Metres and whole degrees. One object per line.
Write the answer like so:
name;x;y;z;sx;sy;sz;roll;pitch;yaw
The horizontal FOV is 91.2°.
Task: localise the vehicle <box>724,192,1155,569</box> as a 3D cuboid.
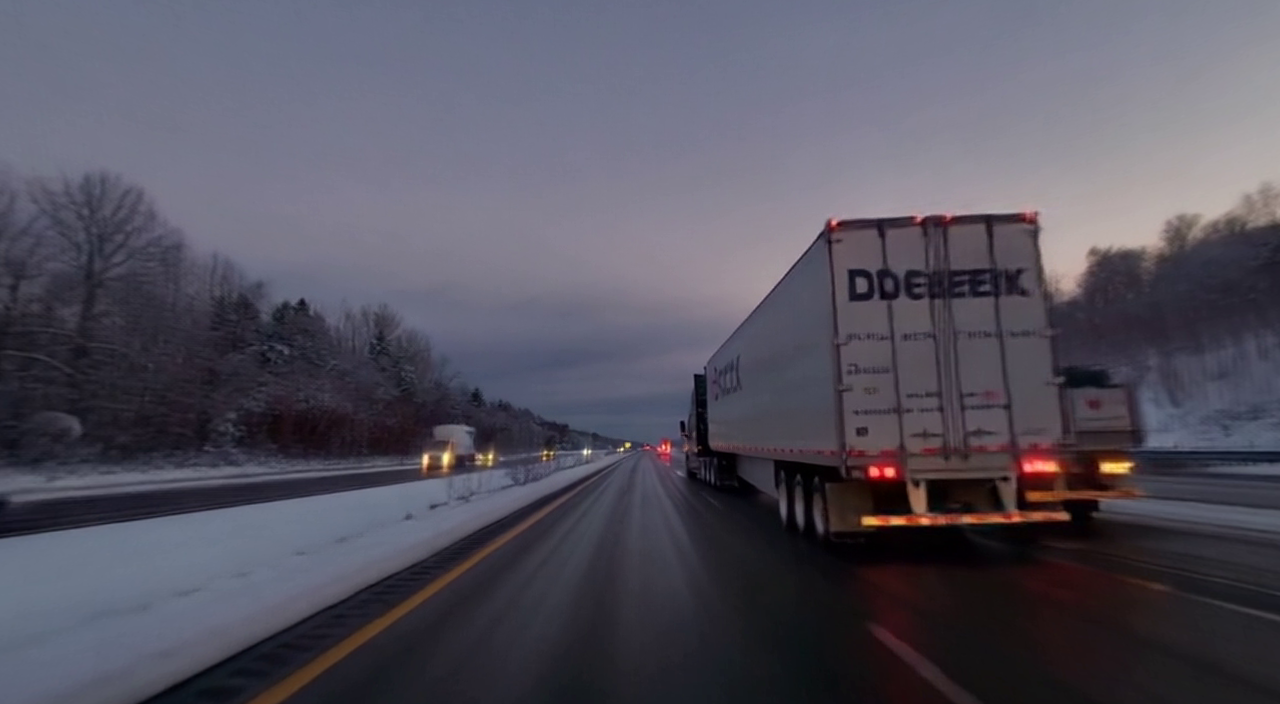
vehicle;3.715;0.941;11.387;3.025;4.010;9.542;0;-9;0
